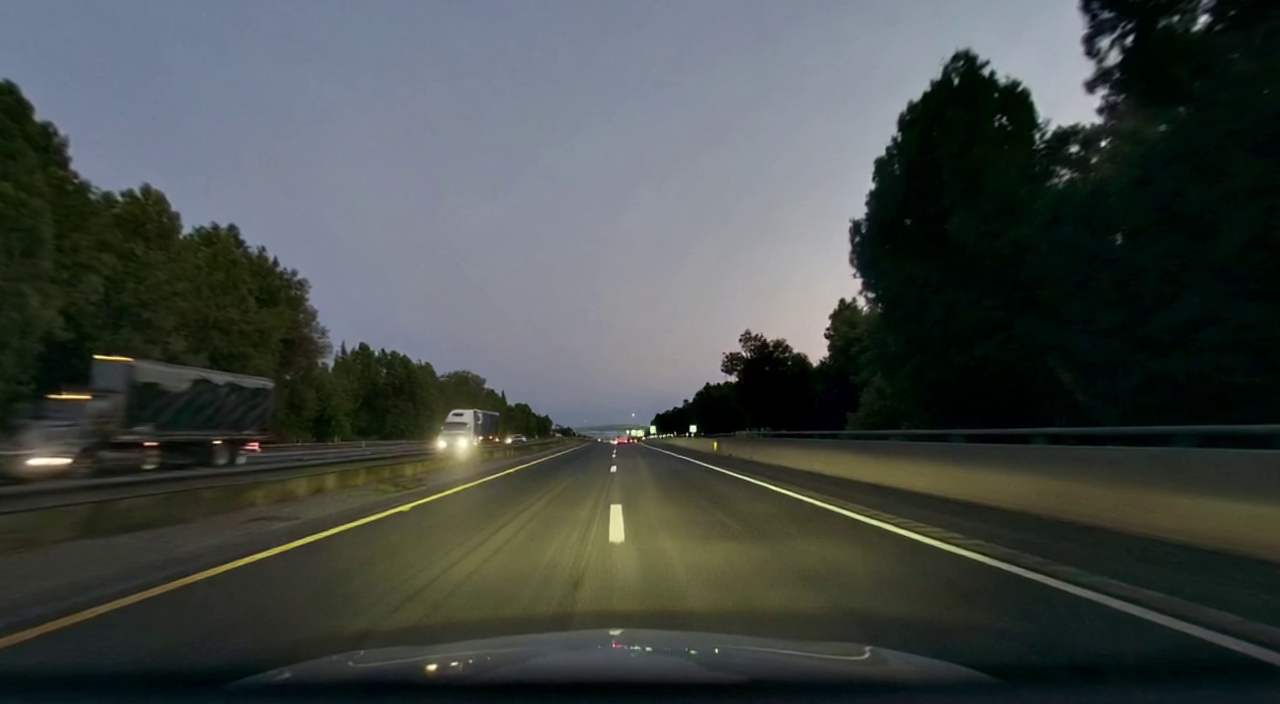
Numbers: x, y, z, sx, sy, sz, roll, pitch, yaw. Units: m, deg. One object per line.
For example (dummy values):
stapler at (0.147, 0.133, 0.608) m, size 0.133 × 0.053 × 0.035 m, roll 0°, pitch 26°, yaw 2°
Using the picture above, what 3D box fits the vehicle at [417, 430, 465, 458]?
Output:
vehicle at (-12.912, 5.991, 41.141) m, size 1.913 × 1.675 × 4.147 m, roll 0°, pitch -8°, yaw -2°

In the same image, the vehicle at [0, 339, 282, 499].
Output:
vehicle at (-16.149, 2.330, 20.795) m, size 3.001 × 3.996 × 10.172 m, roll 0°, pitch -8°, yaw -3°
